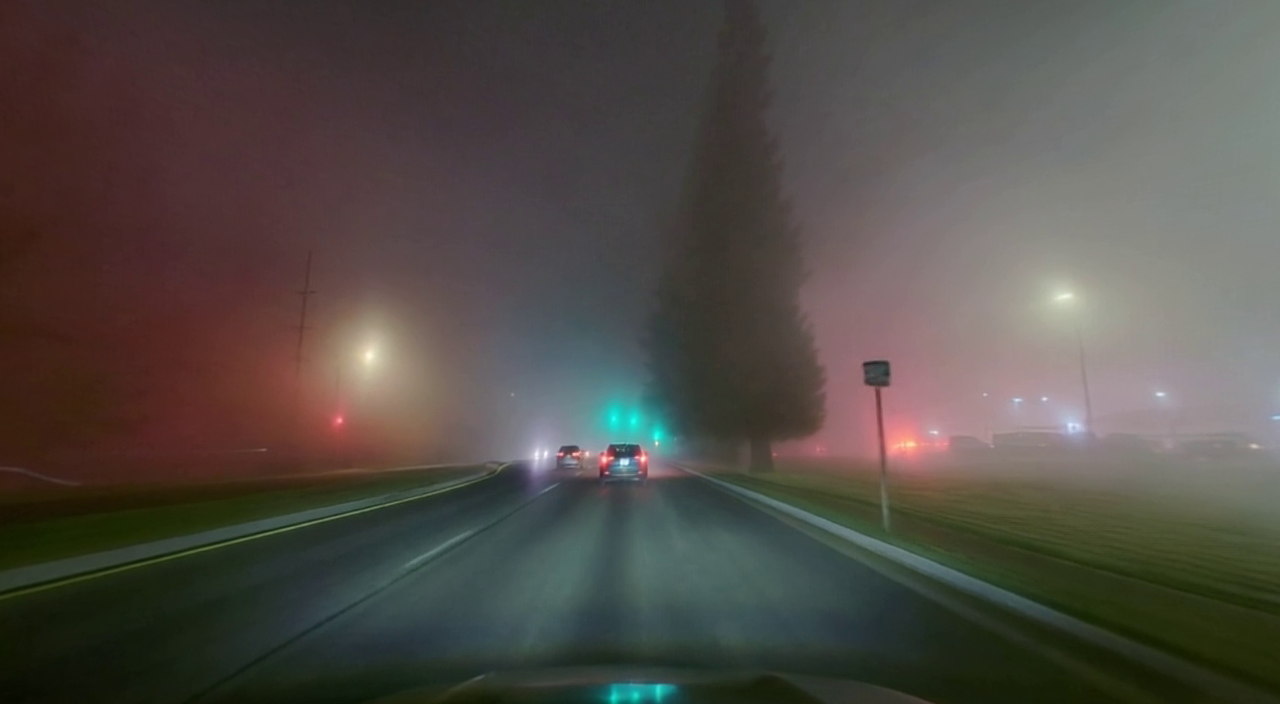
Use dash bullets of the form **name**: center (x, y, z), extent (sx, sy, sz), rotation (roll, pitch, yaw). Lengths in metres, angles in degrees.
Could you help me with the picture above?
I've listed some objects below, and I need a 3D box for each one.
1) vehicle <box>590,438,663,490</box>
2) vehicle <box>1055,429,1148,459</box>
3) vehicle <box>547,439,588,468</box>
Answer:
- **vehicle**: center (-0.452, 3.831, 21.950), extent (2.235, 1.597, 4.918), rotation (0, -9, -1)
- **vehicle**: center (35.191, 7.069, 48.302), extent (2.609, 2.110, 5.813), rotation (0, -9, -1)
- **vehicle**: center (-4.675, 6.640, 41.151), extent (2.189, 1.776, 4.342), rotation (0, -9, -1)
